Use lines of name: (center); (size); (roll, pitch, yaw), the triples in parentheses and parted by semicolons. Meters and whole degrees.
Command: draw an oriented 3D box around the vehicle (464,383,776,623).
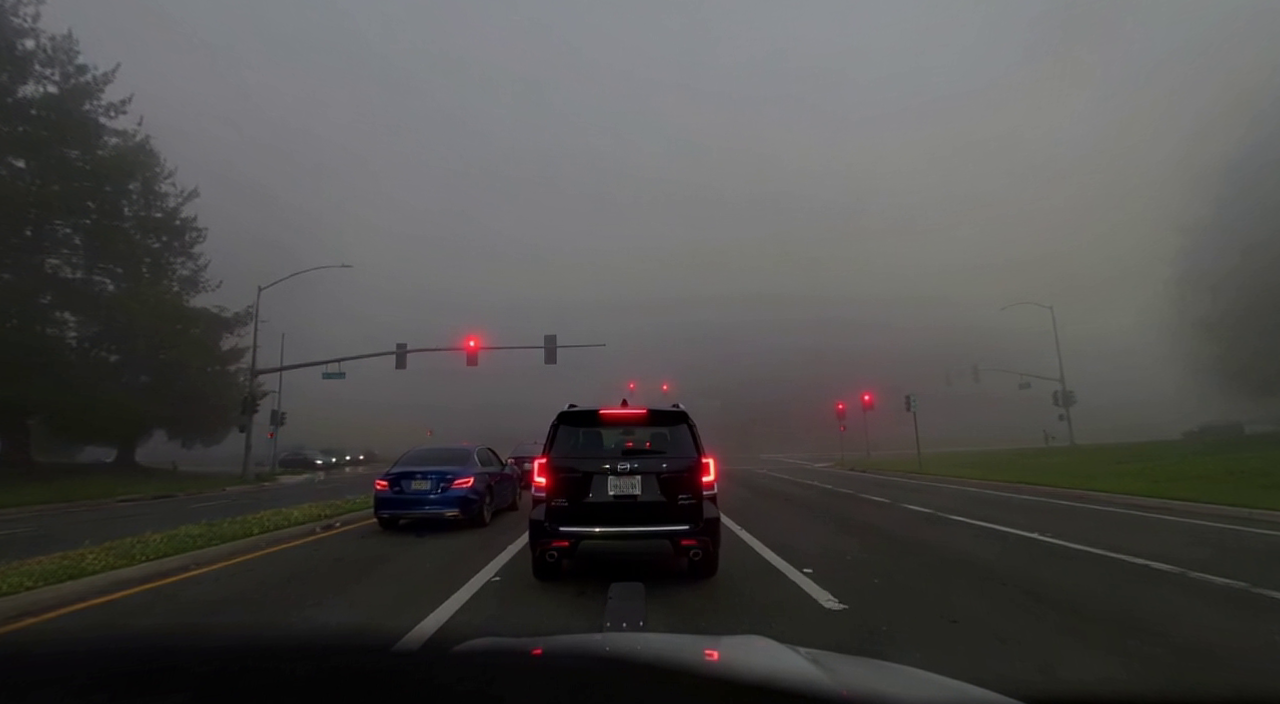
vehicle: (-0.162, 1.421, 6.826); (2.298, 1.770, 4.138); (0, -8, 0)

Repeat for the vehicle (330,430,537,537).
vehicle: (-3.369, 2.261, 11.628); (2.061, 1.504, 5.142); (0, -8, 0)
